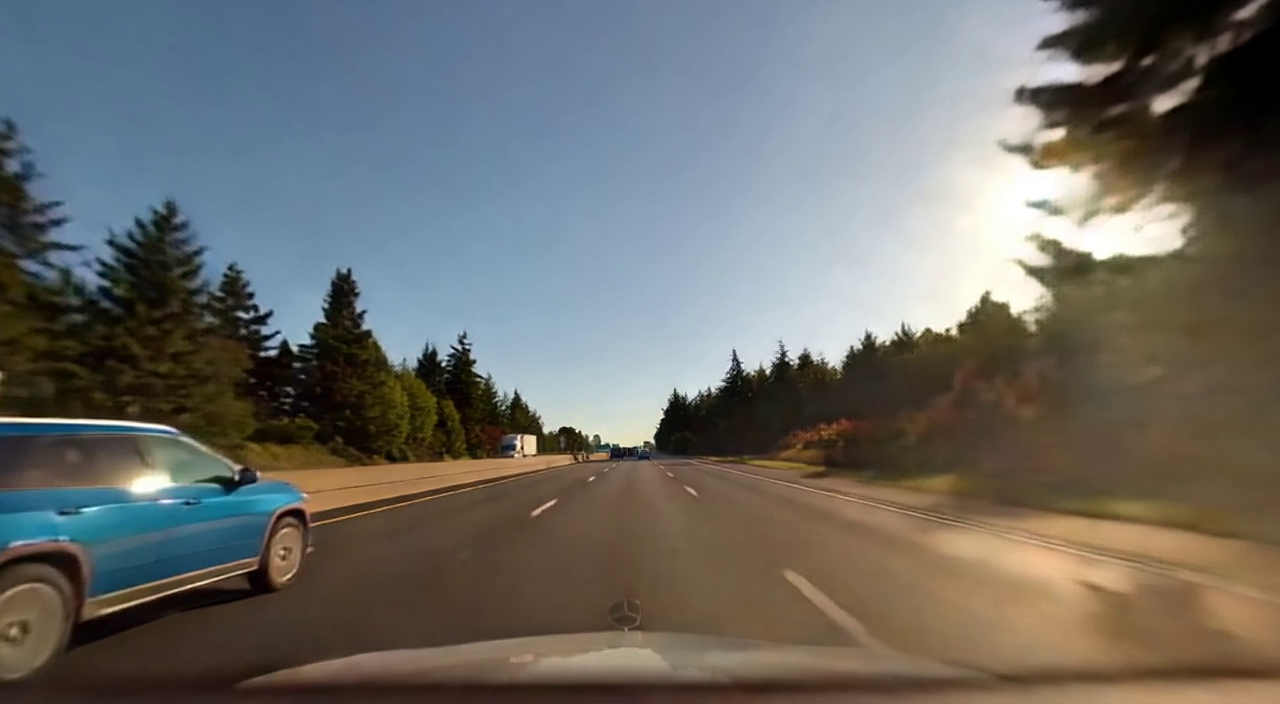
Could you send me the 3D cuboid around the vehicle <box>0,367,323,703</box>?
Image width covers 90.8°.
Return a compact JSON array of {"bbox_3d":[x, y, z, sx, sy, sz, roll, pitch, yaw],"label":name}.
[{"bbox_3d":[-4.340,1.084,4.114,2.110,1.727,4.607,0,-8,0],"label":"vehicle"}]
